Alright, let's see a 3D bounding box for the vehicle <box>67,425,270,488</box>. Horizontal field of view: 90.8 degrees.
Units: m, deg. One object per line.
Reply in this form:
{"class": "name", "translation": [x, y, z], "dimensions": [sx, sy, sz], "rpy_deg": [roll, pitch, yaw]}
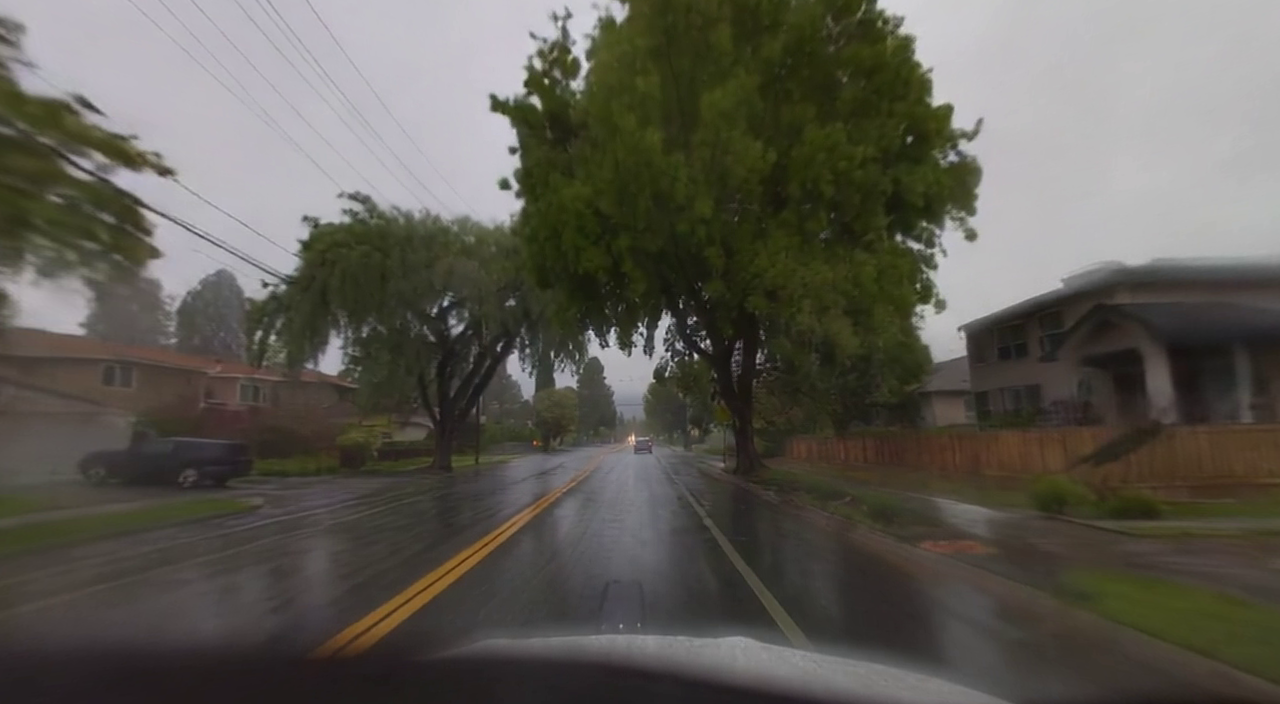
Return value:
{"class": "vehicle", "translation": [-14.771, 3.298, 20.074], "dimensions": [4.662, 1.832, 2.063], "rpy_deg": [1, -8, -5]}
